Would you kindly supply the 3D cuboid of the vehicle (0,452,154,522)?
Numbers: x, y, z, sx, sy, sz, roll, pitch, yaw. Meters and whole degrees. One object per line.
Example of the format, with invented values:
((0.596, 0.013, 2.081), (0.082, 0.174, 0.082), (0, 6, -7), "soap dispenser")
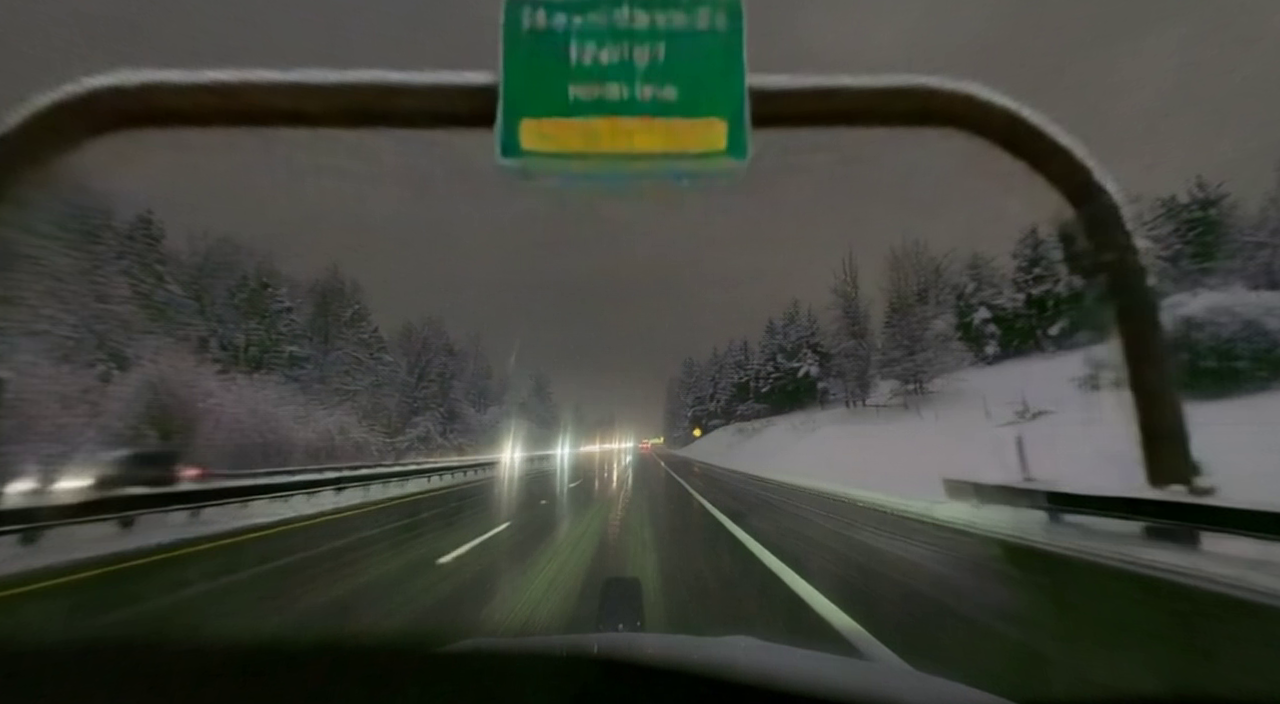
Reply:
((-13.775, 3.048, 14.656), (1.704, 1.396, 4.014), (-1, -9, 1), "vehicle")
